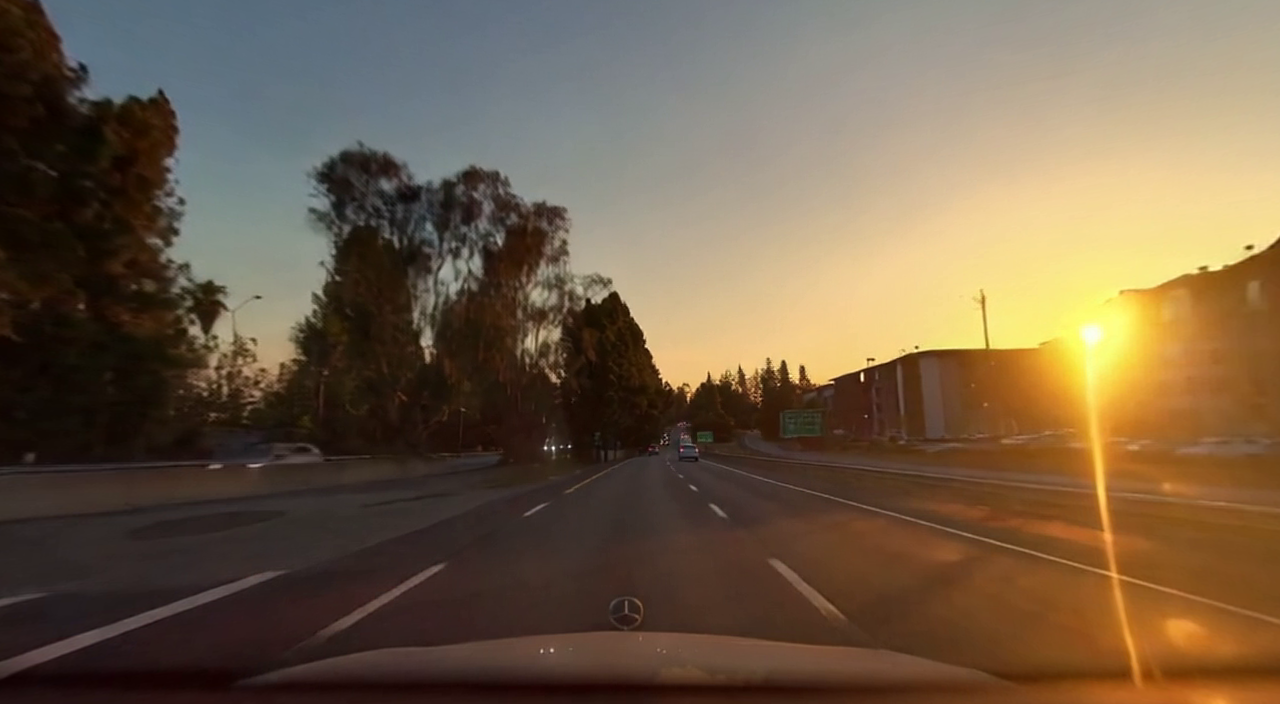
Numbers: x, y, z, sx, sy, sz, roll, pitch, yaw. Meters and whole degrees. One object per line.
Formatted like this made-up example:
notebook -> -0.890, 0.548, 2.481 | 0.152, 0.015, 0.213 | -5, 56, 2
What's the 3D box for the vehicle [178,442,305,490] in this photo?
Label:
vehicle -> -15.967, 4.556, 25.644 | 1.991, 1.734, 4.735 | 0, -8, 1
